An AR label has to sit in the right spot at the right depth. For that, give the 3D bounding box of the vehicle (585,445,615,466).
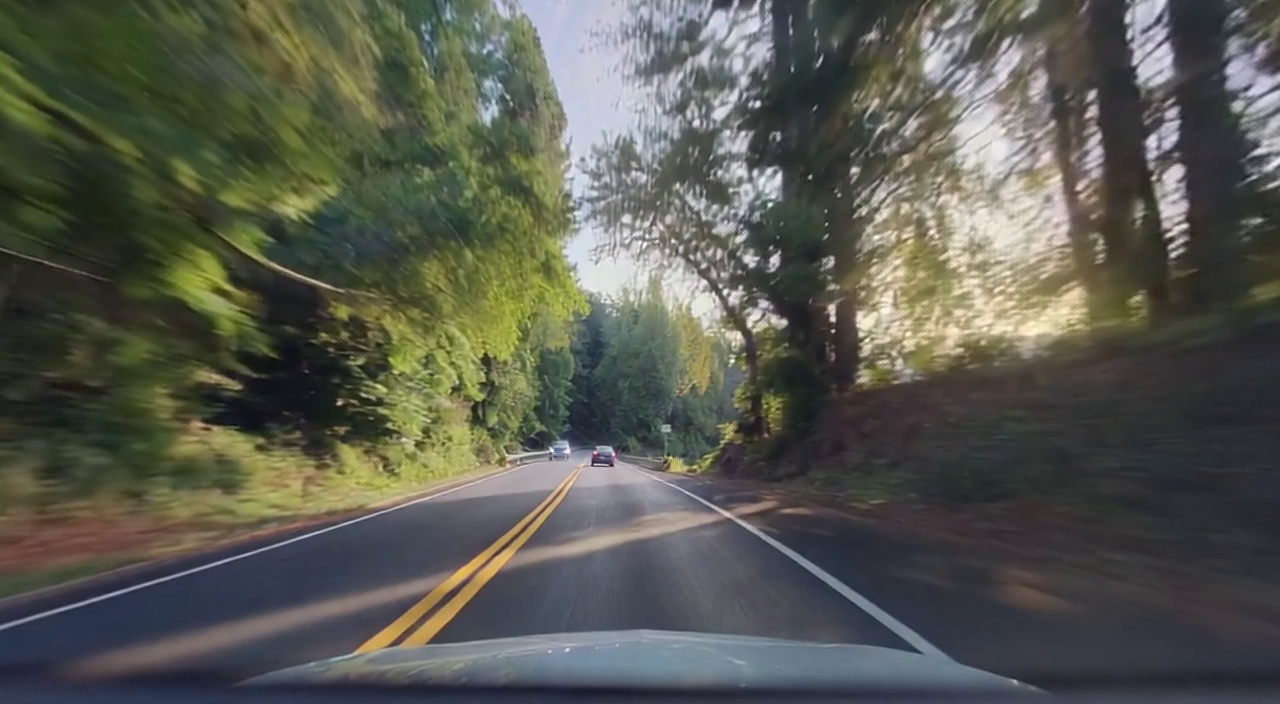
[{"bbox_3d":[-3.103,7.831,47.762,2.120,1.491,4.349,0,-9,-5],"label":"vehicle"}]
